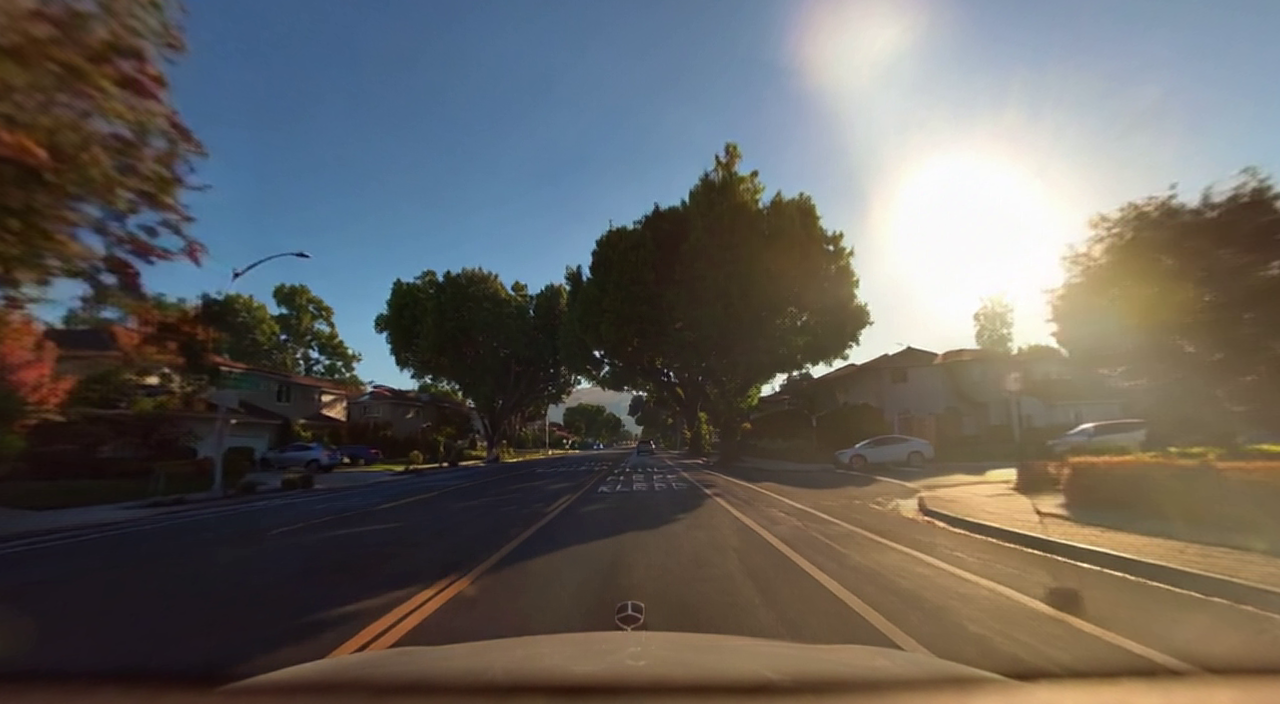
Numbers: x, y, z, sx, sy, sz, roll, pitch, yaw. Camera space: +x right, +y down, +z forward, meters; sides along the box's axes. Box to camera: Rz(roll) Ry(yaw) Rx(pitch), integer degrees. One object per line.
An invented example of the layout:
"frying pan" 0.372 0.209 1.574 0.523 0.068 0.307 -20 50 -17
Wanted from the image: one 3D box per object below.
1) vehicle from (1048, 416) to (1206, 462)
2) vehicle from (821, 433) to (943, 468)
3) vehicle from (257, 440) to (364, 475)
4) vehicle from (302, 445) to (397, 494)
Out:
"vehicle" 20.842 3.778 27.199 4.754 1.844 2.272 -1 -8 5
"vehicle" 10.923 4.505 28.873 4.818 1.525 2.163 -2 -8 9
"vehicle" -19.652 6.285 37.804 4.969 1.995 2.462 0 -8 0
"vehicle" -12.501 5.036 27.435 1.965 1.653 4.488 -3 -6 1
